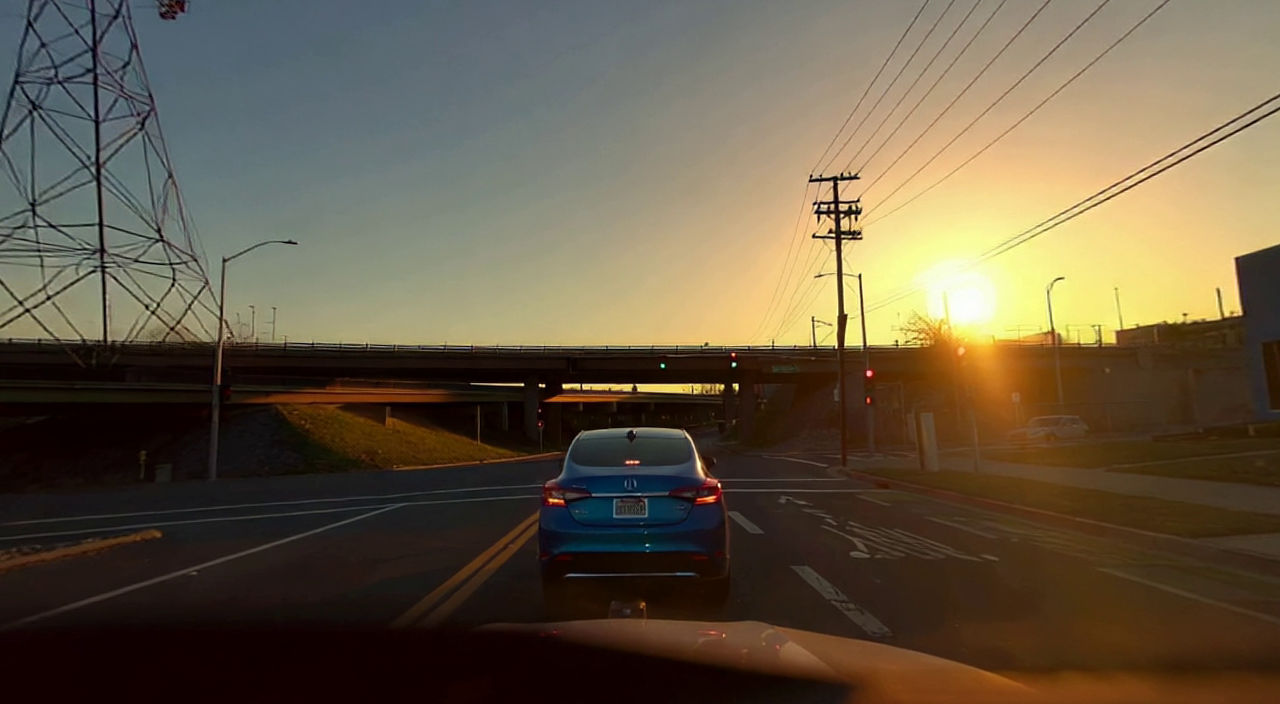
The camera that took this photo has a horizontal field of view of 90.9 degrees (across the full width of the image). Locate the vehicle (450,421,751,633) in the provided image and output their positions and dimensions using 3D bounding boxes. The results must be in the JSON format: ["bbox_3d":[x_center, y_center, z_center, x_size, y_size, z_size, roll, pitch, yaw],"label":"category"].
[{"bbox_3d":[-0.241,1.529,6.473,2.090,1.458,4.033,-1,-9,1],"label":"vehicle"}]
